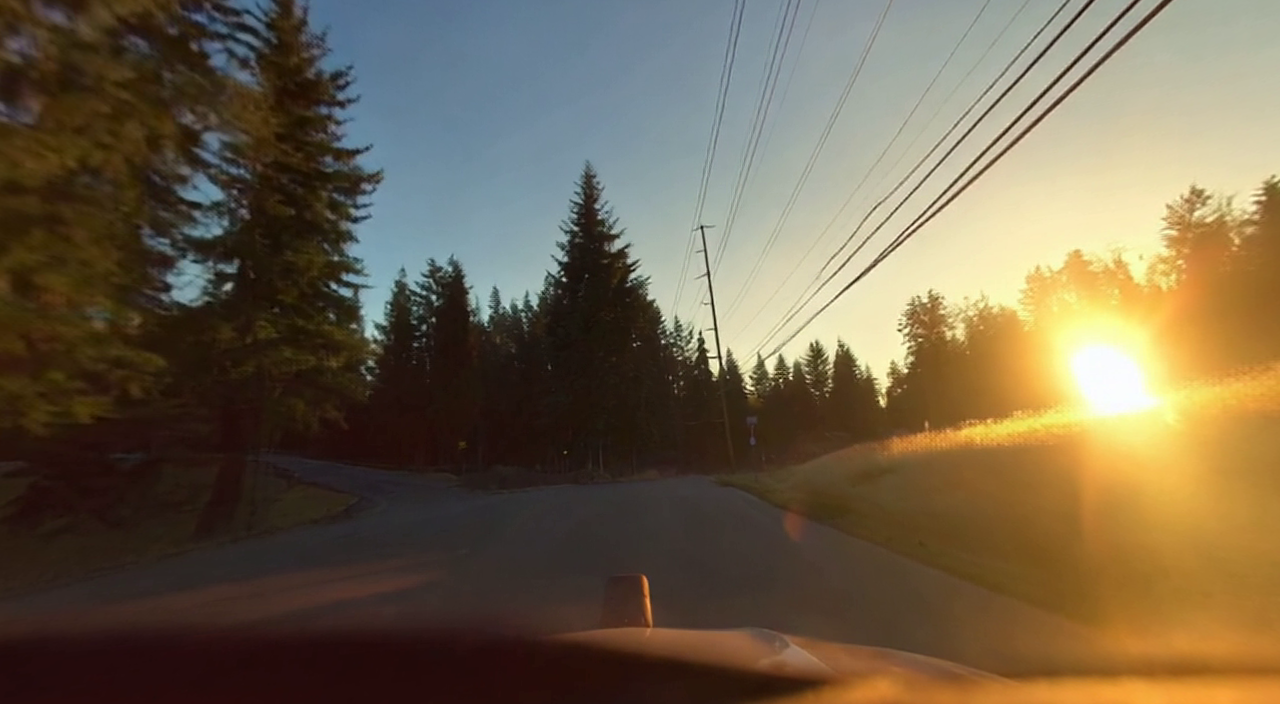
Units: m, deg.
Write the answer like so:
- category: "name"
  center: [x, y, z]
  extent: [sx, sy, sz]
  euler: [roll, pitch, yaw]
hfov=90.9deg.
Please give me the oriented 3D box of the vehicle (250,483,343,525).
- category: "vehicle"
  center: [-16.829, 7.383, 30.858]
  extent: [4.043, 1.673, 1.970]
  euler: [-5, -10, 28]
